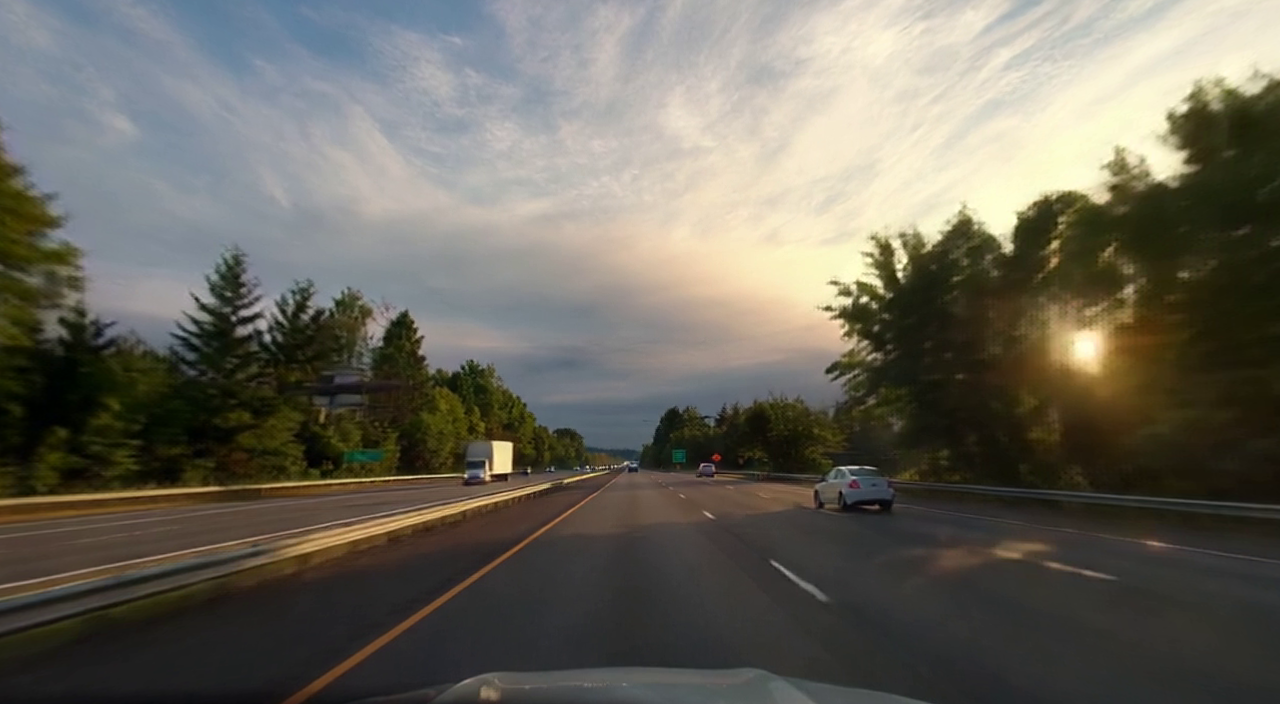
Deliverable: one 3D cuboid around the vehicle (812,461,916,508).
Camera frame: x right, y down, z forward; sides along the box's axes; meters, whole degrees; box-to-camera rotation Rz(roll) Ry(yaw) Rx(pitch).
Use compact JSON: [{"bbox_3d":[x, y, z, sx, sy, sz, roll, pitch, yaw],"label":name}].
[{"bbox_3d":[7.890,4.725,22.702,2.024,1.476,4.352,1,-10,-1],"label":"vehicle"}]
